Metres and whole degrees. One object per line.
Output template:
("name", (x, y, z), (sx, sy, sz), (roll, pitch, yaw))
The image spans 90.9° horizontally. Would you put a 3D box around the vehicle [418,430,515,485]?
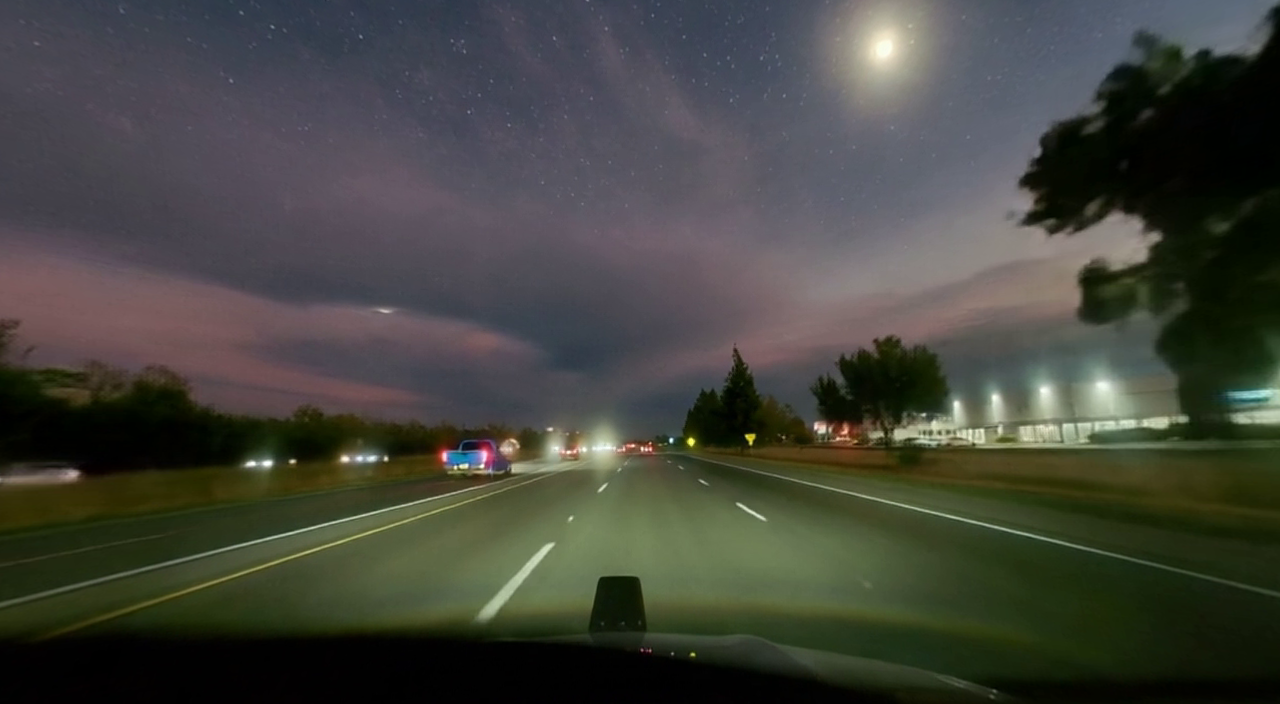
("vehicle", (-6.788, 4.206, 25.541), (2.156, 1.911, 5.956), (0, -8, 1))
